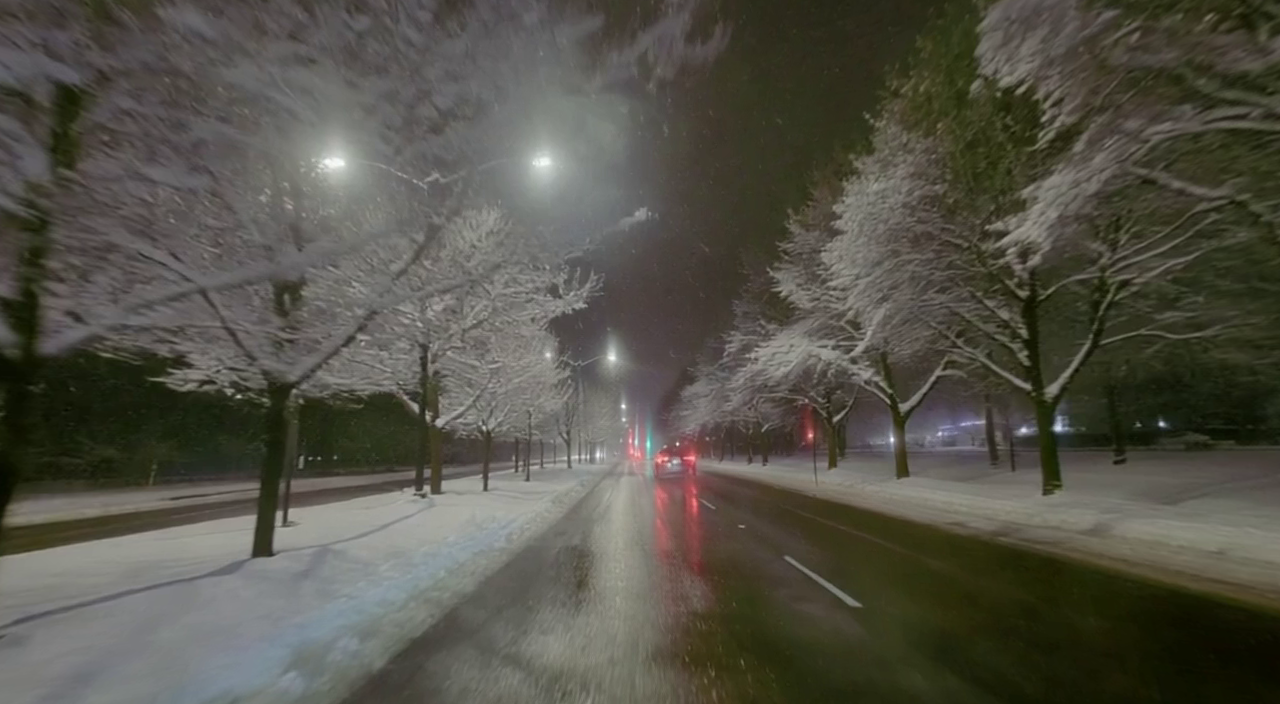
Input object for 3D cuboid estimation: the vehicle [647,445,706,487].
[{"bbox_3d":[1.432,4.765,26.836,2.048,1.584,4.393,0,-8,-3],"label":"vehicle"}]
